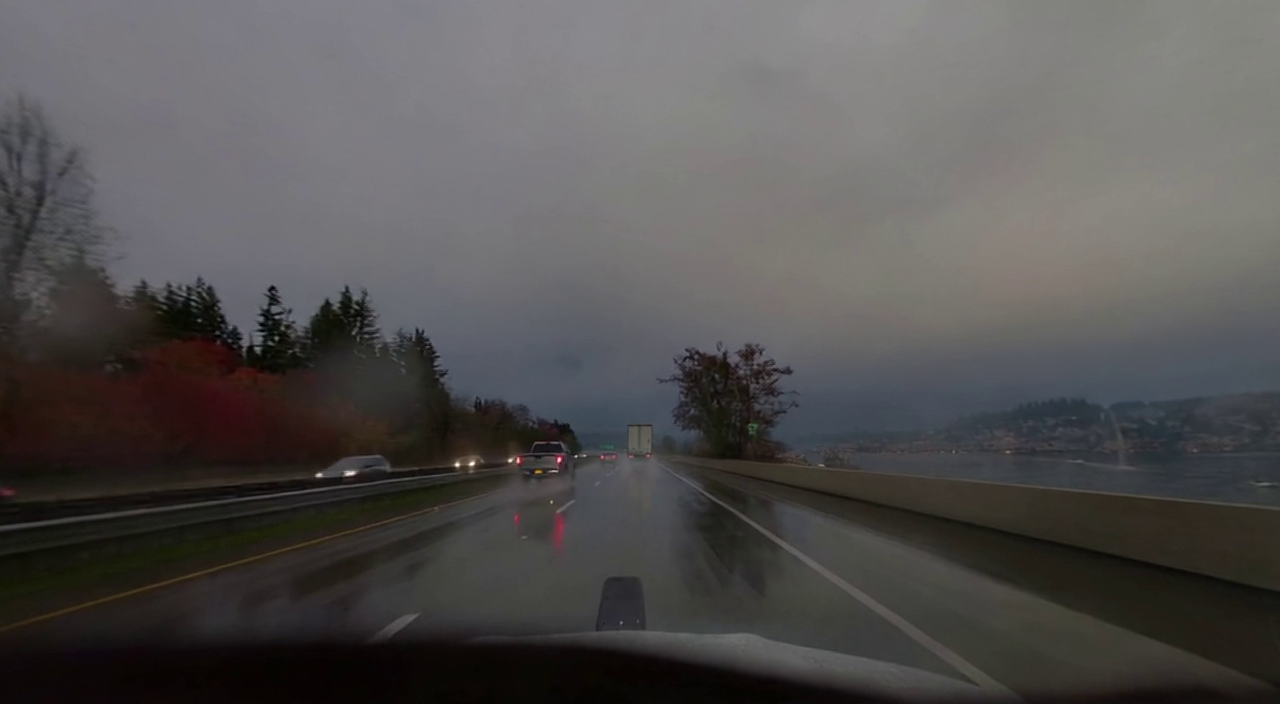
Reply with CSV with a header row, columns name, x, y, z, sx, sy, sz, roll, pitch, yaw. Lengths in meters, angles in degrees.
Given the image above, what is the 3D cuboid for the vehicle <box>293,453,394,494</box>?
name,x,y,z,sx,sy,sz,roll,pitch,yaw
vehicle,-12.425,5.103,26.854,1.974,1.568,4.690,0,-9,0

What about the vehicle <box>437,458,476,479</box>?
name,x,y,z,sx,sy,sz,roll,pitch,yaw
vehicle,-14.148,9.010,48.941,1.831,1.456,4.444,0,-9,-2

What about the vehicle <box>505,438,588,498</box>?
name,x,y,z,sx,sy,sz,roll,pitch,yaw
vehicle,-3.131,4.020,22.161,2.079,1.845,4.654,0,-9,2
